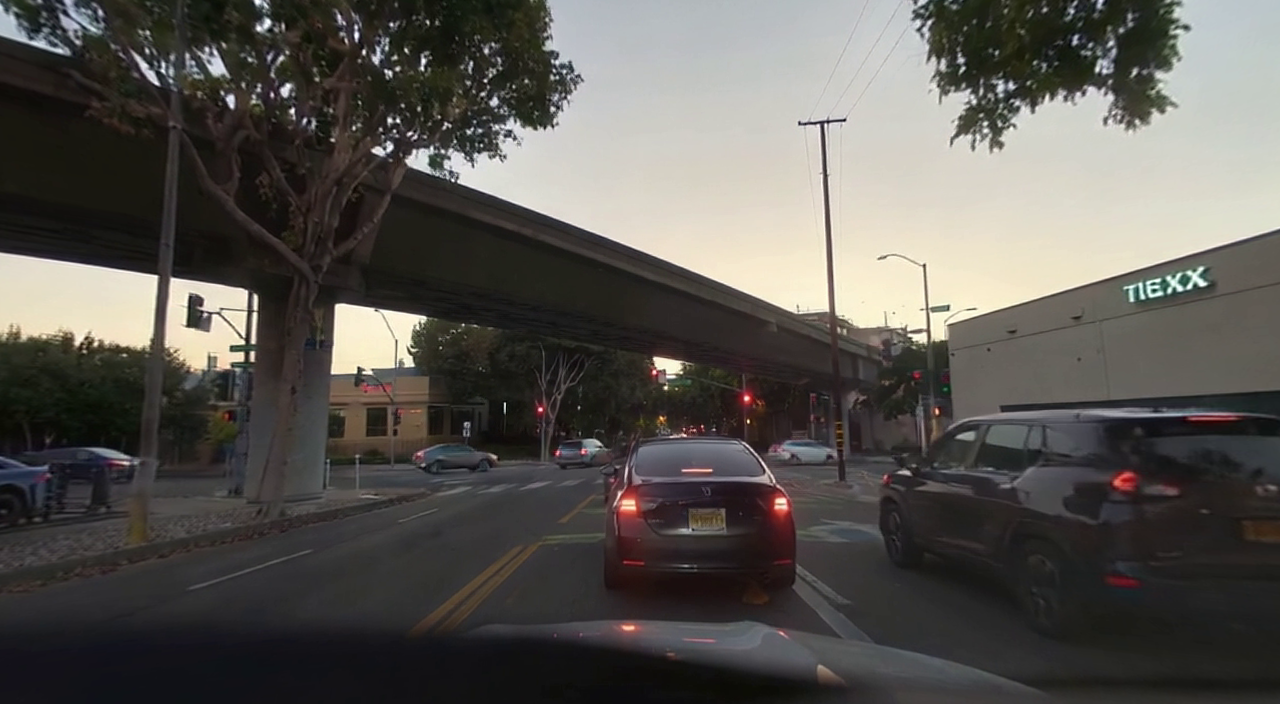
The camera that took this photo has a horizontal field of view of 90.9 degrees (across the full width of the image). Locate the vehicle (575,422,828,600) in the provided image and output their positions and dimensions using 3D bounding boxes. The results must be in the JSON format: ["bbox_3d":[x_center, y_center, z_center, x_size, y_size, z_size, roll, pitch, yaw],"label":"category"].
[{"bbox_3d":[0.535,1.640,7.434,2.101,1.467,4.210,0,-8,1],"label":"vehicle"}]

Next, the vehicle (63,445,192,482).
[{"bbox_3d":[-24.915,5.410,30.776,4.474,1.673,2.010,0,-8,1],"label":"vehicle"}]

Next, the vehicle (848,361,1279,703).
[{"bbox_3d":[3.610,1.257,5.510,2.062,1.781,4.488,0,-8,0],"label":"vehicle"}]

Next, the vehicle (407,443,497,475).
[{"bbox_3d":[-9.275,5.291,31.499,1.873,1.462,4.283,-4,-9,25],"label":"vehicle"}]
